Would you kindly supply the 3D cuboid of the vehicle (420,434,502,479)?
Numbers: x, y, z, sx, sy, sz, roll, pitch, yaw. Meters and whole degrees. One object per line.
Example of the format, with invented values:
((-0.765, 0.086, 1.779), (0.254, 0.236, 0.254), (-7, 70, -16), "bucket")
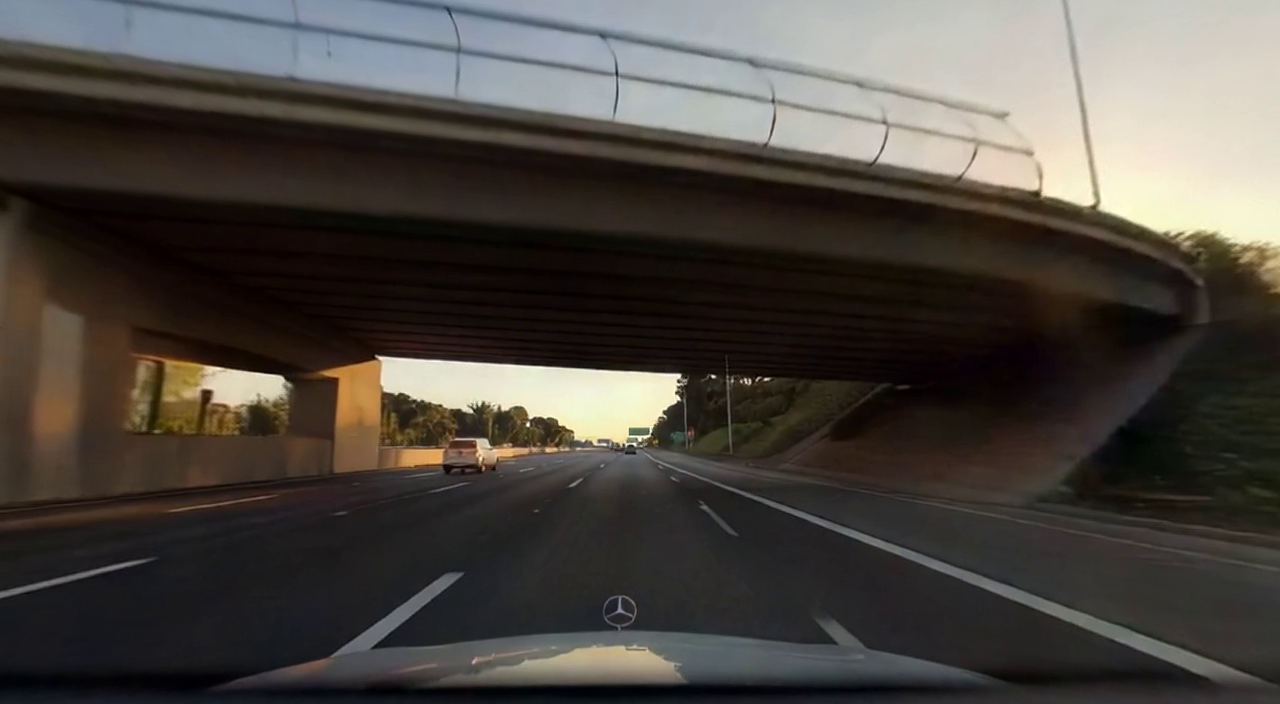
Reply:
((-7.664, 4.519, 27.637), (2.231, 1.807, 4.758), (0, -8, 0), "vehicle")
